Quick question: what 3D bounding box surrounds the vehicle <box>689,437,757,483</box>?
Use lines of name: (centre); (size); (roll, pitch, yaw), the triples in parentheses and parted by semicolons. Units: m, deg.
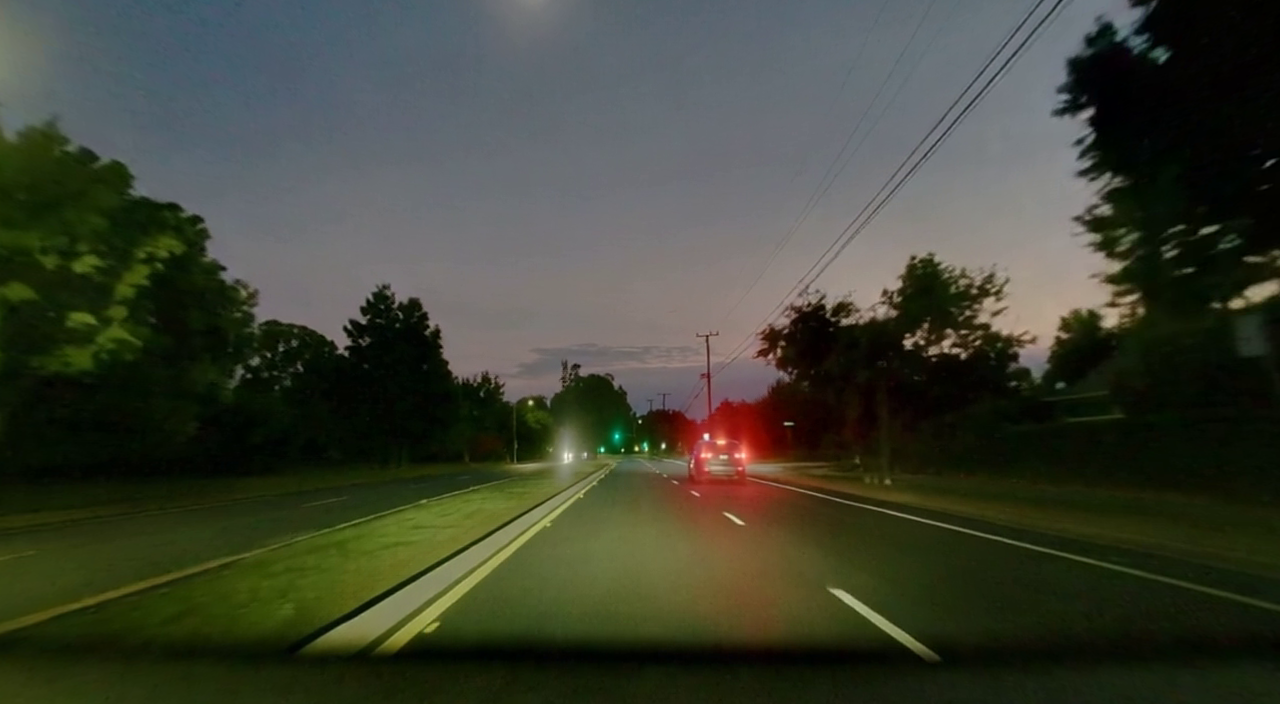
vehicle: (3.479, 4.663, 27.596); (2.193, 1.777, 4.772); (0, -8, -2)
